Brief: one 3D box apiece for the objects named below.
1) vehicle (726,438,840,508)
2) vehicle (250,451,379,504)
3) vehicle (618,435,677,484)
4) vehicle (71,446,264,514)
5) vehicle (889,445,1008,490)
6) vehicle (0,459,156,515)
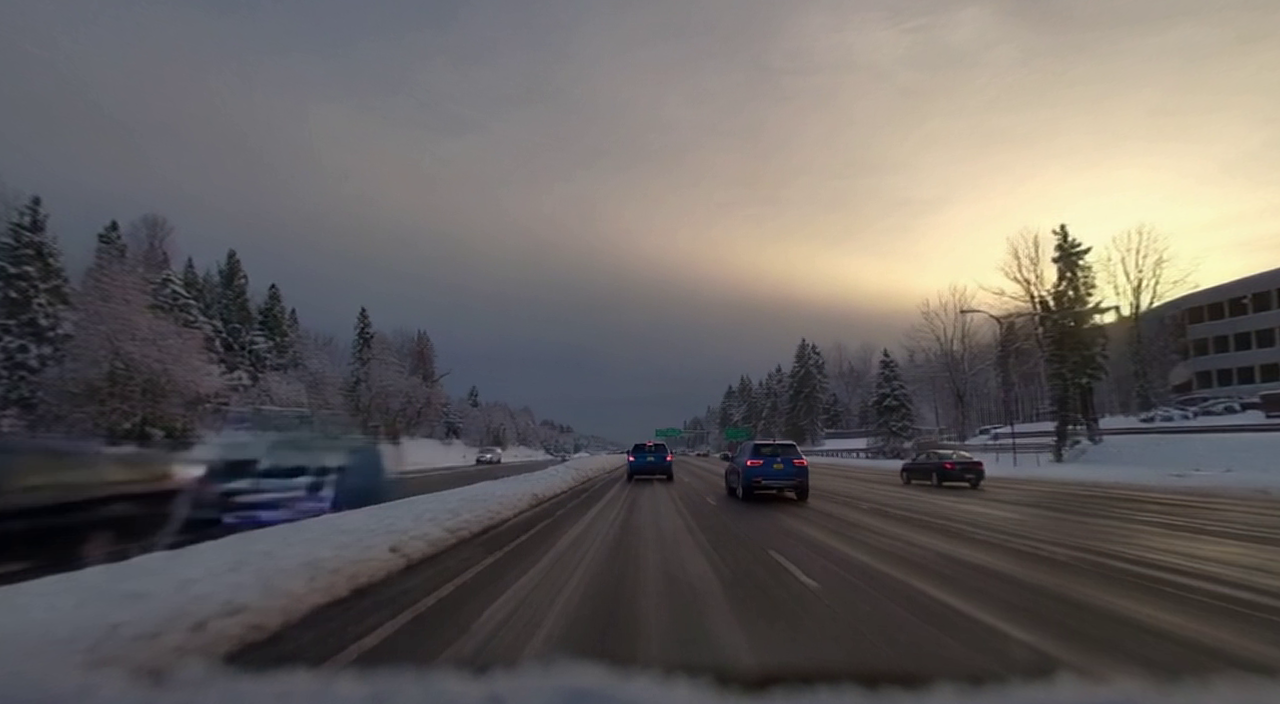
[{"bbox_3d":[3.576,3.094,16.624,2.042,1.592,4.047,0,-8,0],"label":"vehicle"},{"bbox_3d":[-10.564,4.057,20.873,1.883,1.529,4.333,0,-8,1],"label":"vehicle"},{"bbox_3d":[0.307,4.512,26.733,2.290,1.862,4.454,0,-8,1],"label":"vehicle"},{"bbox_3d":[-14.222,3.814,19.479,2.092,1.805,4.904,0,-8,0],"label":"vehicle"},{"bbox_3d":[10.989,4.113,22.910,2.027,1.446,4.470,0,-8,0],"label":"vehicle"},{"bbox_3d":[-18.030,4.164,19.887,1.918,1.456,4.459,0,-8,1],"label":"vehicle"}]
